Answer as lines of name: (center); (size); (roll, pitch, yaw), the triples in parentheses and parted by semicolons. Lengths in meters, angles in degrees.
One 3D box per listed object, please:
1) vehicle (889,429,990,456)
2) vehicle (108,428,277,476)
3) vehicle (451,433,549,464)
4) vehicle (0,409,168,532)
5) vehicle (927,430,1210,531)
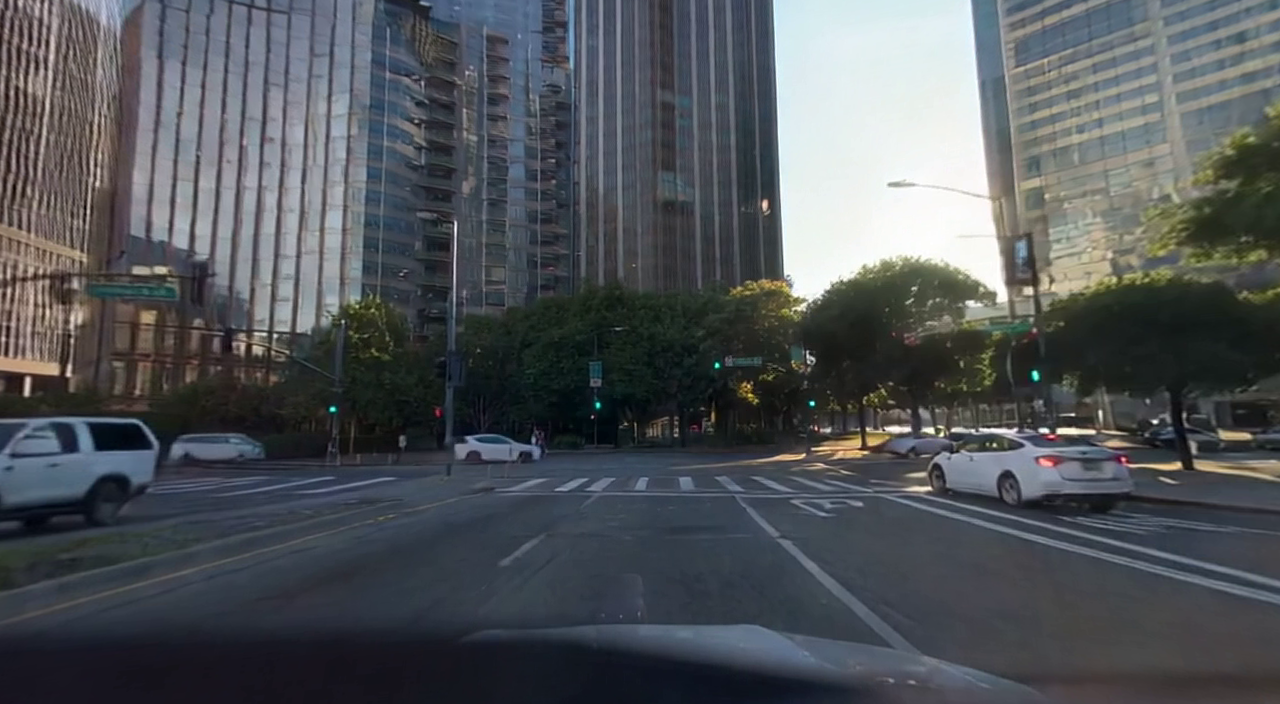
vehicle: (16.800, 5.105, 35.609); (4.762, 1.420, 1.814); (0, -8, -1)
vehicle: (-19.473, 4.378, 27.748); (5.659, 1.967, 2.149); (0, -8, -2)
vehicle: (-6.946, 4.833, 31.673); (4.503, 1.475, 1.789); (0, -8, -2)
vehicle: (-11.381, 2.166, 12.021); (2.125, 1.910, 4.779); (2, -9, -15)
vehicle: (7.557, 2.289, 11.960); (1.936, 1.489, 4.885); (0, -8, 0)
